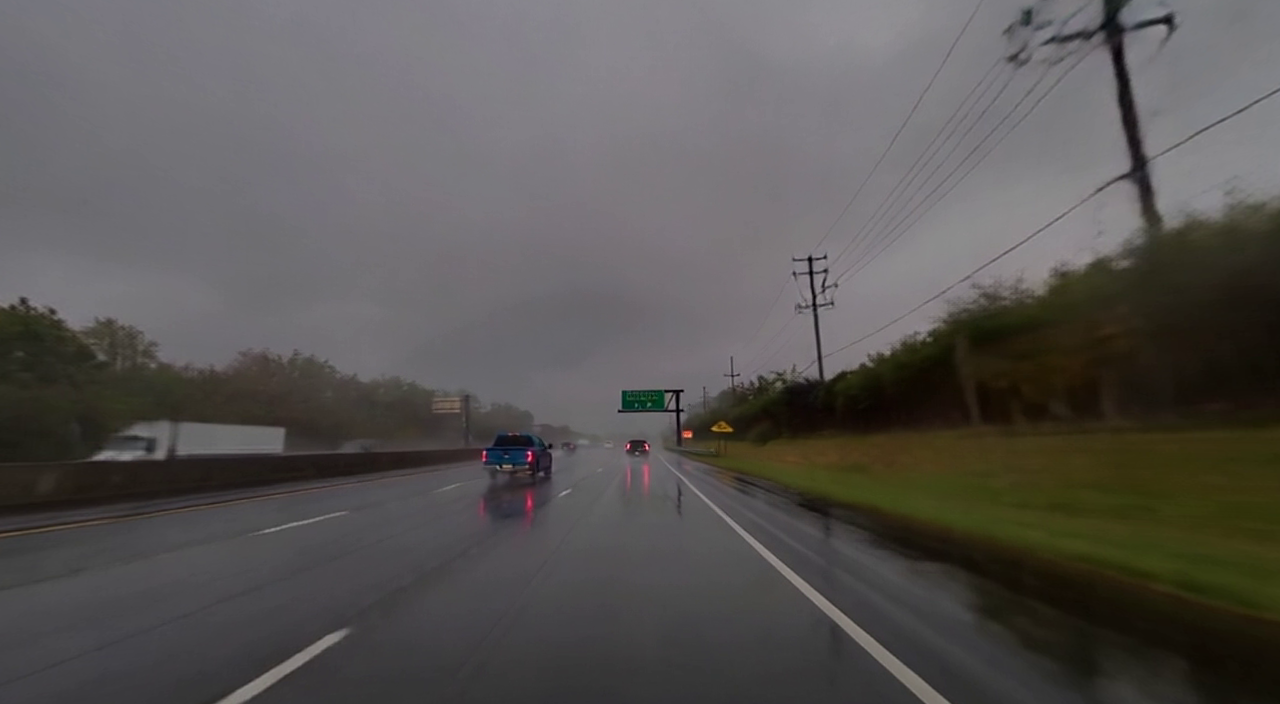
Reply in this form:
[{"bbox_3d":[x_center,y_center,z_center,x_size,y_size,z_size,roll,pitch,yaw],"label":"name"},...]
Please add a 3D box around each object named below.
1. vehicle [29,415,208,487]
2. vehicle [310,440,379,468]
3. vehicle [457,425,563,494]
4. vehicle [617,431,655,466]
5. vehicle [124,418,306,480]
[{"bbox_3d":[-28.424,5.463,35.108,2.989,3.464,8.035,0,-9,0],"label":"vehicle"},{"bbox_3d":[-17.332,6.000,37.307,1.939,1.491,4.501,-1,-9,0],"label":"vehicle"},{"bbox_3d":[-3.807,3.279,19.599,2.204,1.812,5.289,0,-9,0],"label":"vehicle"},{"bbox_3d":[-0.269,6.344,41.571,2.358,2.144,4.713,0,-9,-1],"label":"vehicle"},{"bbox_3d":[-28.479,6.718,43.892,2.822,3.547,14.494,0,-9,-1],"label":"vehicle"}]
